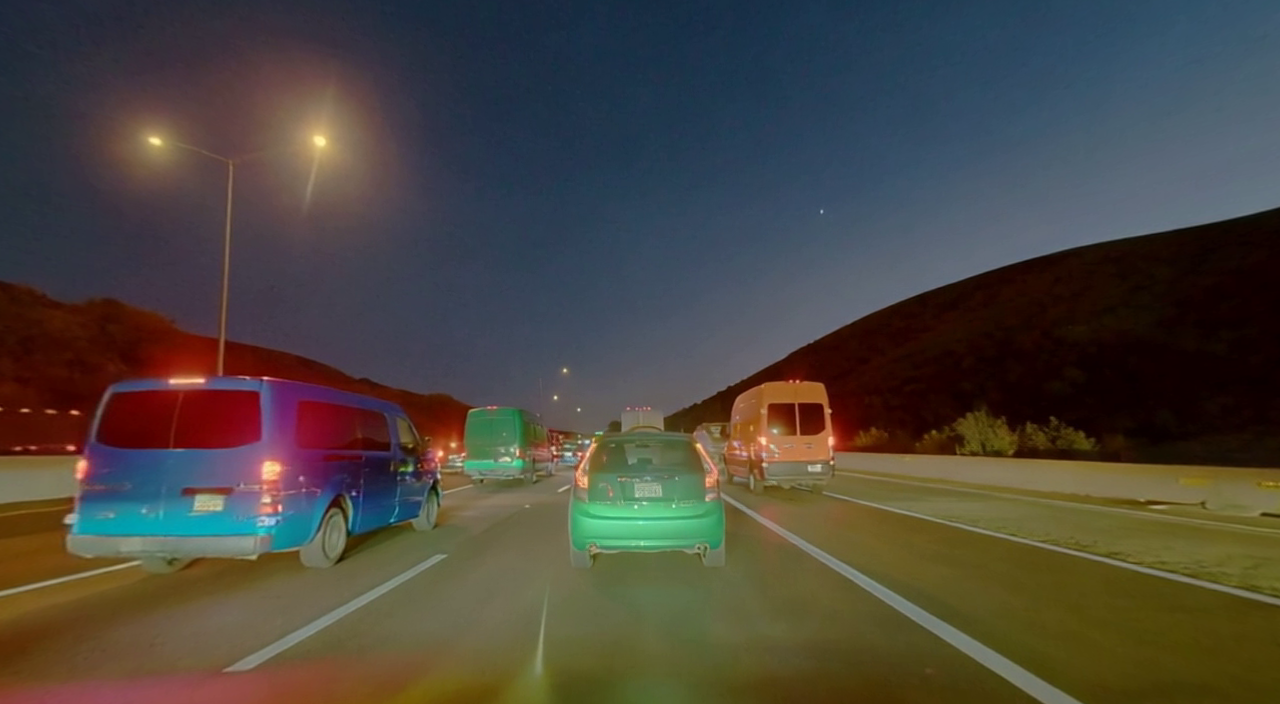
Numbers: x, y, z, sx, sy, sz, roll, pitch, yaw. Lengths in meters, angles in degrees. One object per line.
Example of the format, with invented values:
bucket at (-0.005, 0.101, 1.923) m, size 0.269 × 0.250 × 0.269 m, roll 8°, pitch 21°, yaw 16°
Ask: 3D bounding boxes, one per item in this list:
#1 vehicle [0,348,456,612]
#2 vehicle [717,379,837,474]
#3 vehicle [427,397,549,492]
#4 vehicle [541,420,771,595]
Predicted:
vehicle at (-4.211, 1.406, 7.799) m, size 2.195 × 2.086 × 5.445 m, roll 0°, pitch -8°, yaw 0°
vehicle at (6.319, 3.848, 31.520) m, size 2.977 × 3.878 × 11.111 m, roll 0°, pitch -8°, yaw -3°
vehicle at (-4.472, 2.890, 19.736) m, size 2.300 × 2.522 × 5.701 m, roll 0°, pitch -8°, yaw 1°
vehicle at (0.093, 1.652, 7.550) m, size 2.003 × 1.499 × 3.930 m, roll 0°, pitch -8°, yaw -1°
